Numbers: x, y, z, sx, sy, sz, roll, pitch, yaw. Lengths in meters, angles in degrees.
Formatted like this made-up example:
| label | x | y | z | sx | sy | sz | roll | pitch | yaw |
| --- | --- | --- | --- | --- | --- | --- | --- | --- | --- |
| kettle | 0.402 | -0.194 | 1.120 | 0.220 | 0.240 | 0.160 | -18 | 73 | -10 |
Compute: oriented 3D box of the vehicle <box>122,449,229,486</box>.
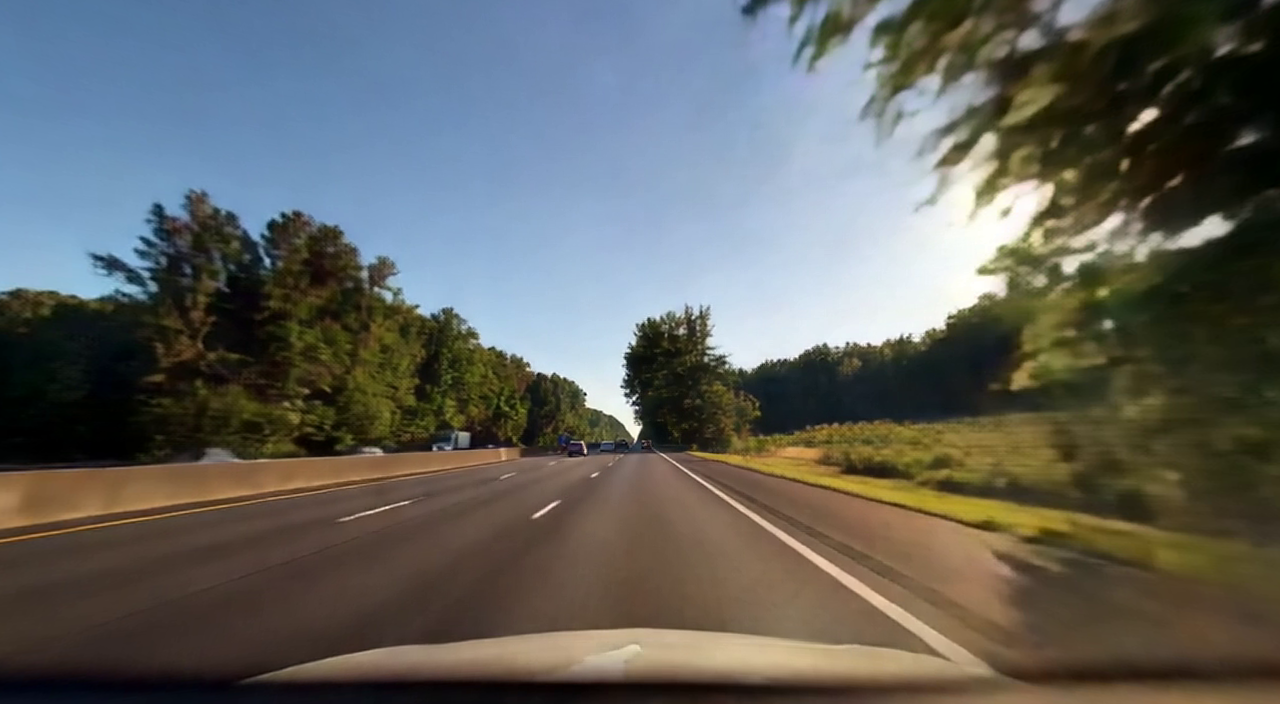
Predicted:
| label | x | y | z | sx | sy | sz | roll | pitch | yaw |
| --- | --- | --- | --- | --- | --- | --- | --- | --- | --- |
| vehicle | -19.733 | 4.904 | 26.944 | 1.715 | 1.405 | 3.727 | 0 | -8 | 0 |

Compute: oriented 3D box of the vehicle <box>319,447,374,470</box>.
| label | x | y | z | sx | sy | sz | roll | pitch | yaw |
| --- | --- | --- | --- | --- | --- | --- | --- | --- | --- |
| vehicle | -19.324 | 7.017 | 41.603 | 1.724 | 1.415 | 3.832 | 0 | -8 | 1 |
